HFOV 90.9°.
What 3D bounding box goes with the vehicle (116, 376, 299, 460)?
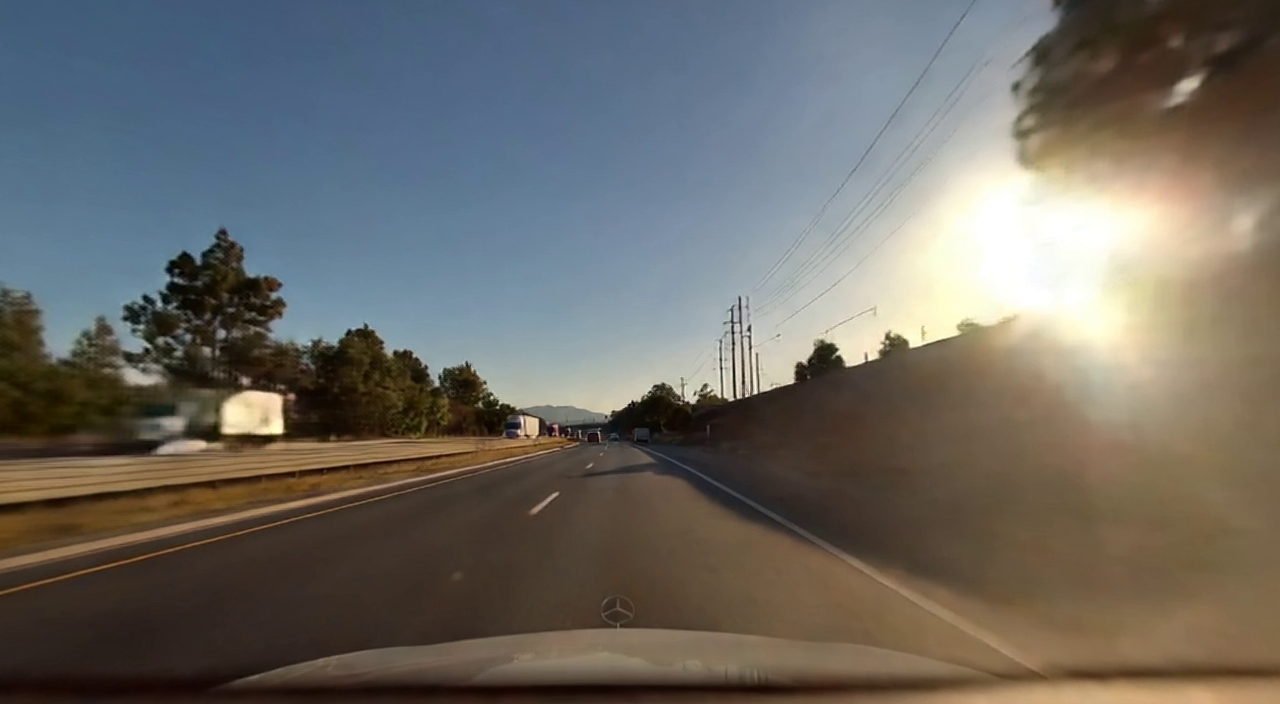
[{"bbox_3d":[-16.839,2.730,25.259,2.584,2.888,6.722,0,-8,-1],"label":"vehicle"}]
